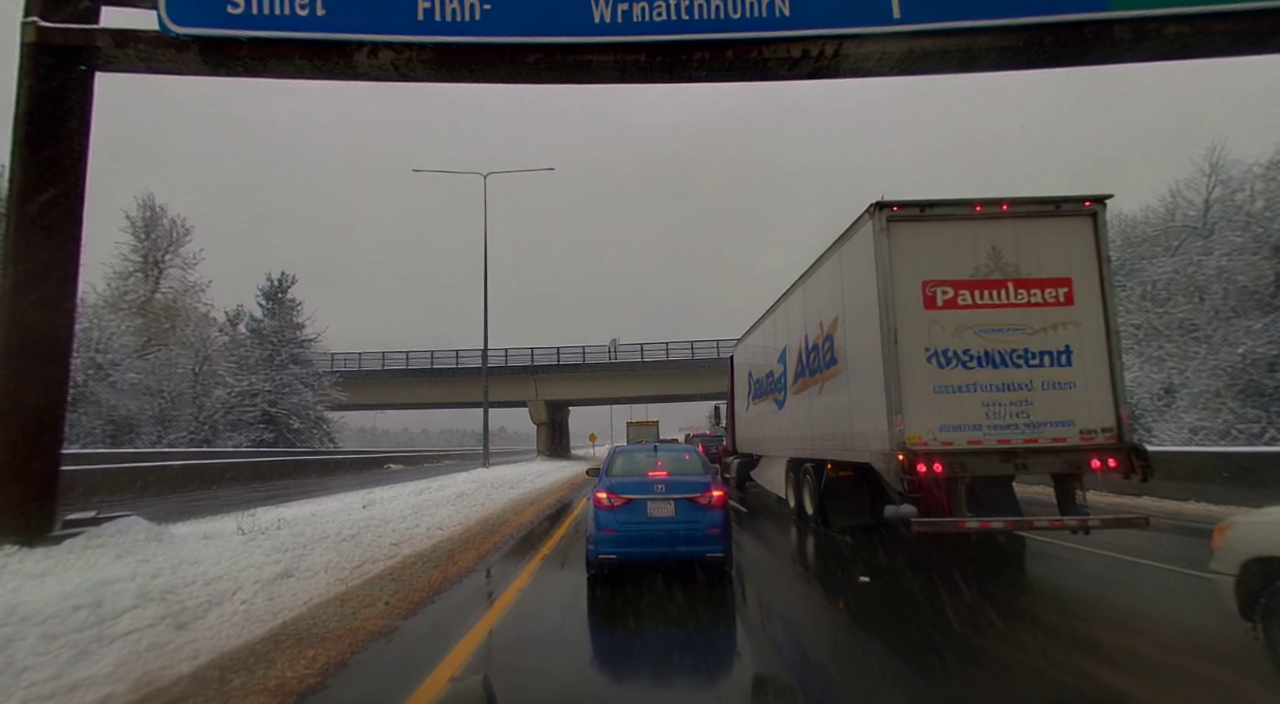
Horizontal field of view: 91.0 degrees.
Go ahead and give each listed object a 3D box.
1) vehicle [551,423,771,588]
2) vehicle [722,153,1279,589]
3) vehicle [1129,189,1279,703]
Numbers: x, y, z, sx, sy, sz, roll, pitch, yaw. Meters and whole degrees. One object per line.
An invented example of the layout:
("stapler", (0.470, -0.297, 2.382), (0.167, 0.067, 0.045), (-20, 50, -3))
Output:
("vehicle", (0.182, 1.686, 7.717), (2.045, 1.490, 3.597), (-1, -8, 0))
("vehicle", (4.212, 1.075, 12.979), (2.827, 4.081, 14.305), (0, -8, -1))
("vehicle", (4.731, 0.132, 0.671), (2.892, 2.615, 6.650), (0, -8, -1))
